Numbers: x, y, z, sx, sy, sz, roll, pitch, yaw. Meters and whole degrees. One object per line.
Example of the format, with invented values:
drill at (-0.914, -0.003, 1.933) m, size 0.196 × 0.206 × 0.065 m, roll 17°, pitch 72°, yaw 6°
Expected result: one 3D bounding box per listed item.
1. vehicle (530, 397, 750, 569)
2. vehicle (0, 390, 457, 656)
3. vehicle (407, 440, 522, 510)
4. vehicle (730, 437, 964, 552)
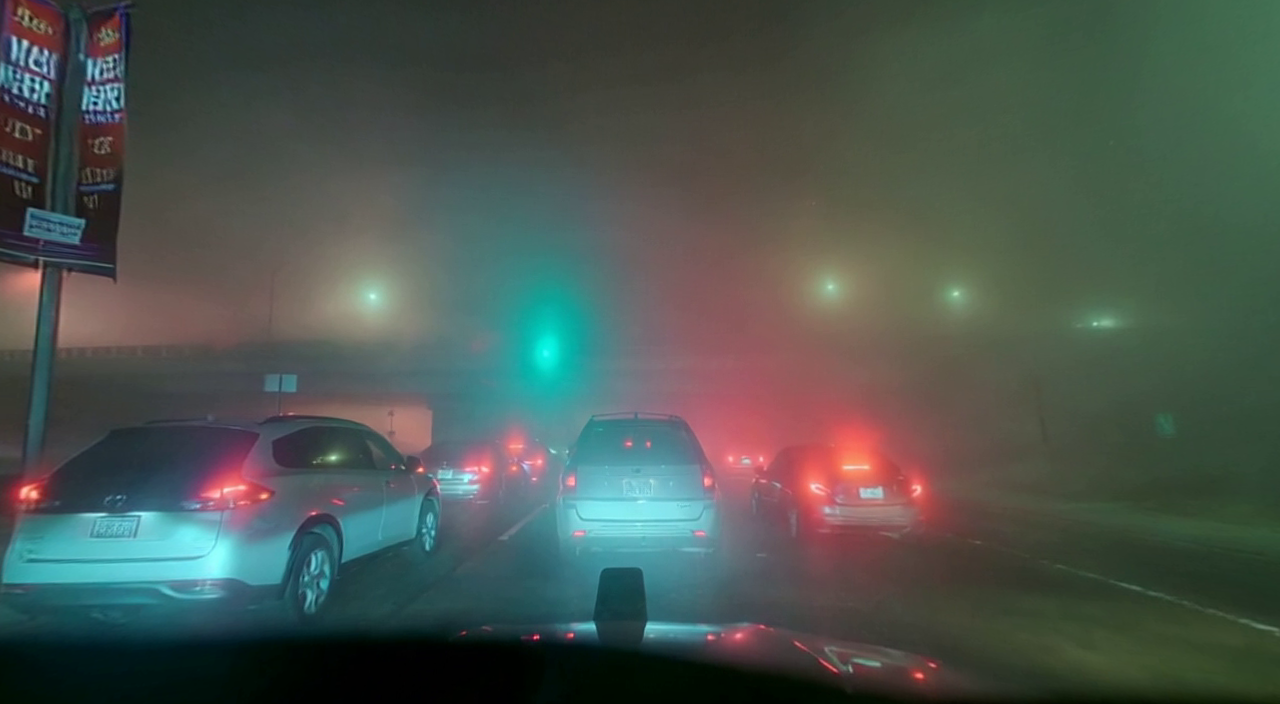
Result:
vehicle at (-0.083, 1.770, 9.215) m, size 2.409 × 1.864 × 4.471 m, roll 0°, pitch -9°, yaw -2°
vehicle at (-3.500, 1.425, 6.275) m, size 2.039 × 1.709 × 4.265 m, roll 0°, pitch -9°, yaw 0°
vehicle at (-4.157, 2.943, 15.441) m, size 1.797 × 1.505 × 3.506 m, roll 0°, pitch -9°, yaw 0°
vehicle at (3.063, 2.232, 10.716) m, size 2.228 × 1.472 × 4.939 m, roll 0°, pitch -9°, yaw -1°
